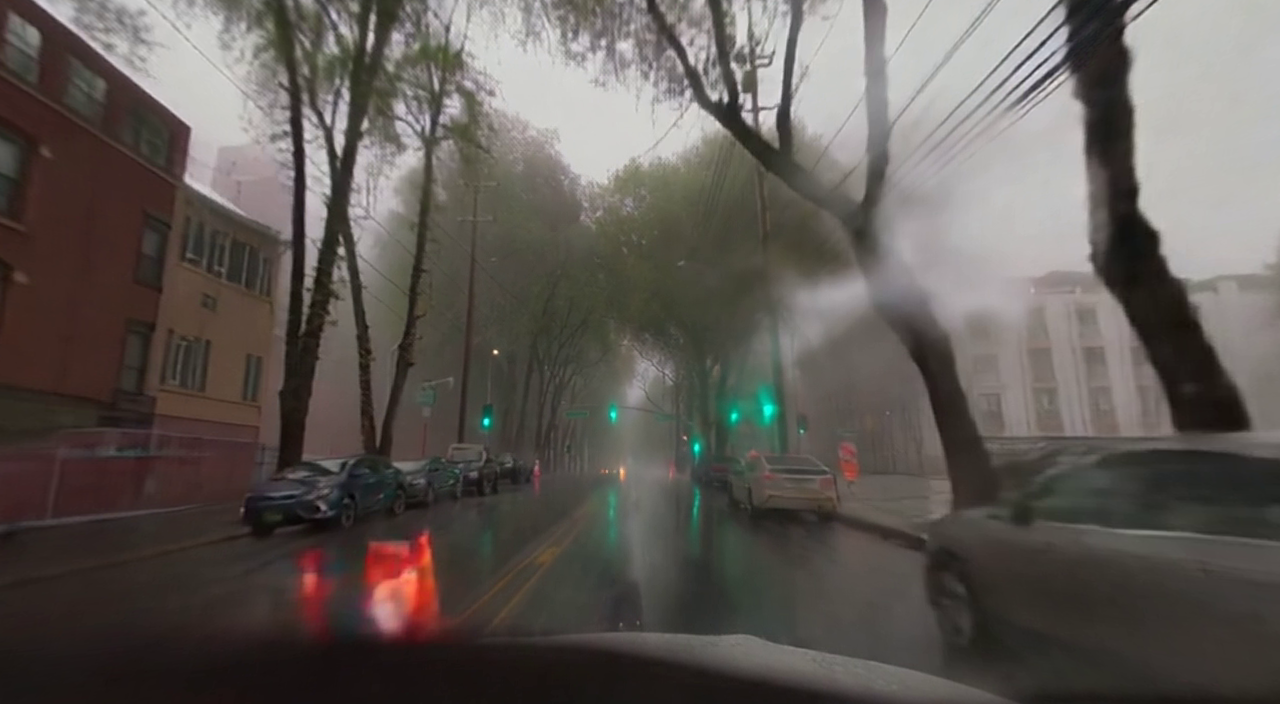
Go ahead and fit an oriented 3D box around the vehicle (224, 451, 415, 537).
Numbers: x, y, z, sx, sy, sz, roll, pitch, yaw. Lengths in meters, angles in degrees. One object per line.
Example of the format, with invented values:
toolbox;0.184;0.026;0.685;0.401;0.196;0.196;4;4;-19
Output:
vehicle;-6.472;2.870;13.436;1.968;1.450;4.271;0;-8;-3

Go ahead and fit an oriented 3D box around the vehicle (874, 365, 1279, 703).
vehicle;3.184;1.058;3.324;2.155;1.648;4.282;0;-8;-1

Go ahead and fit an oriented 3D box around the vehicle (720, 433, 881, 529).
vehicle;3.250;2.723;14.080;2.141;1.737;5.009;0;-8;-2
